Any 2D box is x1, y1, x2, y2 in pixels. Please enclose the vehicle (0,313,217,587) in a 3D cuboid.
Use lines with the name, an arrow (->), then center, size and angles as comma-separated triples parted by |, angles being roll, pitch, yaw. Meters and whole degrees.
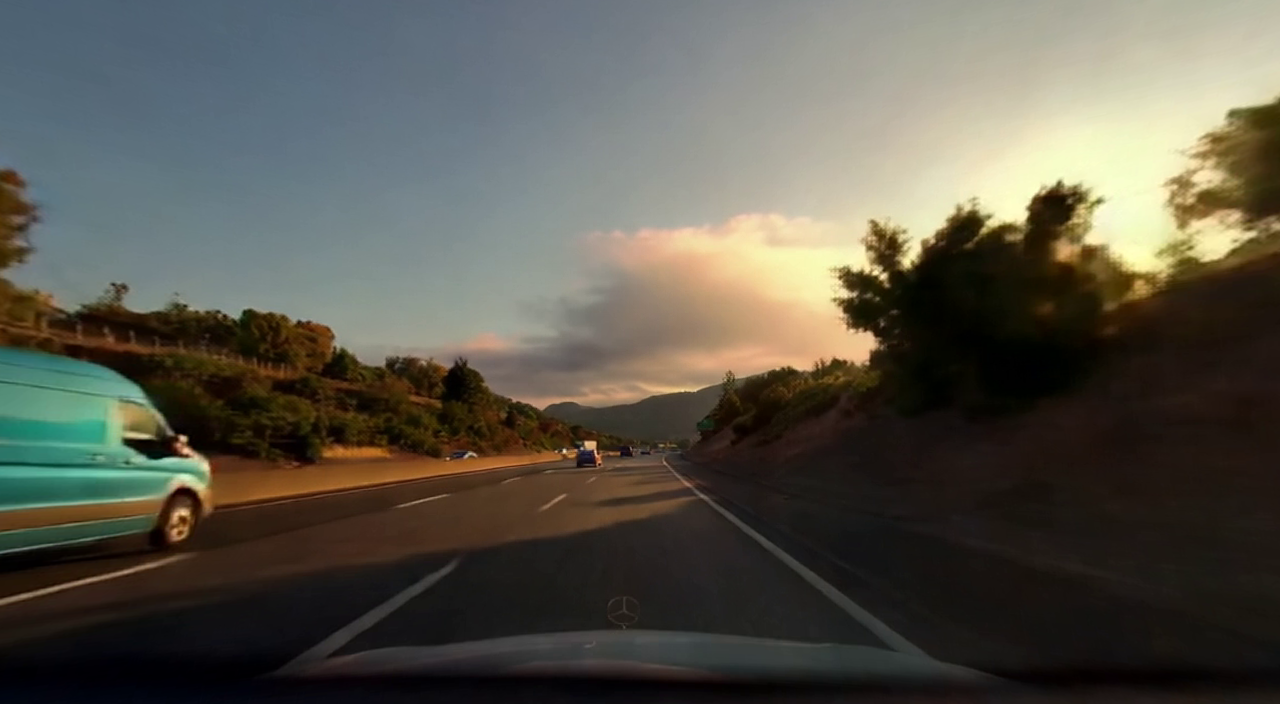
vehicle -> -7.061, 0.855, 5.490 | 2.449, 2.471, 6.130 | 0, -9, 0

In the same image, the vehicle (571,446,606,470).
vehicle -> -3.284, 6.901, 41.044 | 1.858, 1.459, 4.091 | 0, -9, 1
